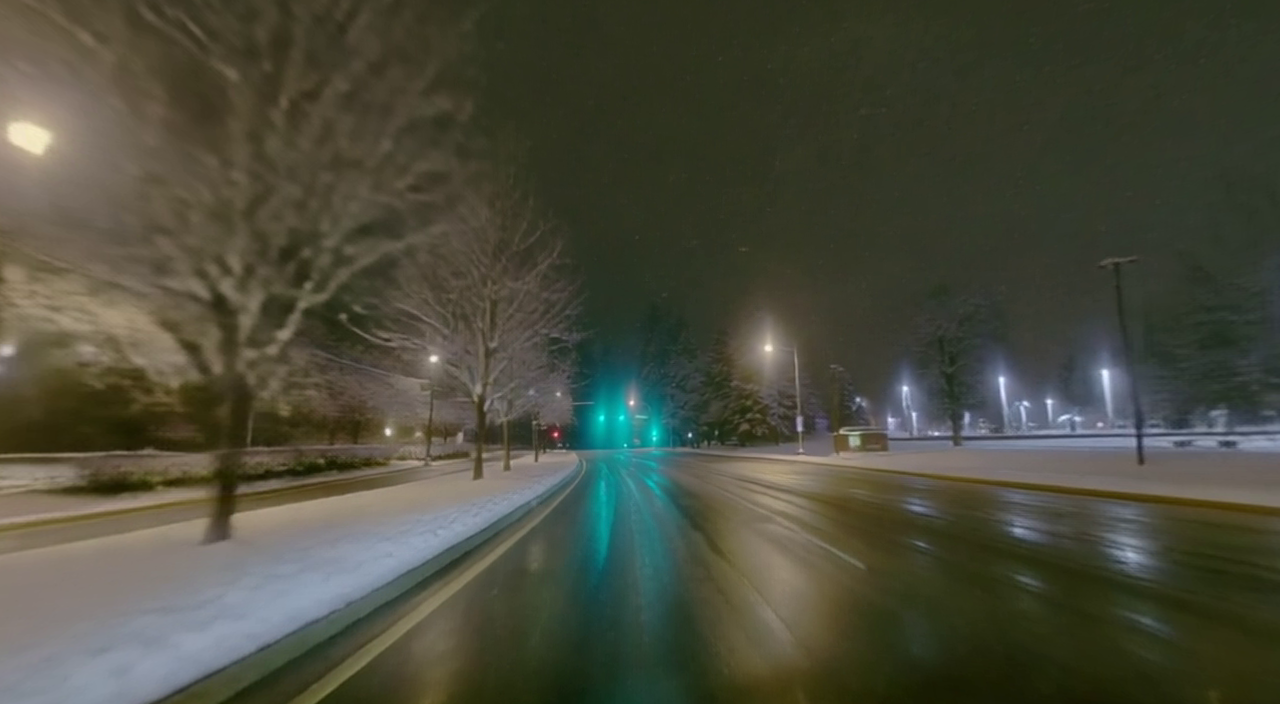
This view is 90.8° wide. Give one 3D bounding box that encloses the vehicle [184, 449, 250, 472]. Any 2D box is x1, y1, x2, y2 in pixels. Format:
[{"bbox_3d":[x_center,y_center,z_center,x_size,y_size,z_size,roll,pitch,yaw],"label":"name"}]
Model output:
[{"bbox_3d":[-29.467,7.519,44.184,1.863,1.468,4.560,1,-8,-6],"label":"vehicle"}]
